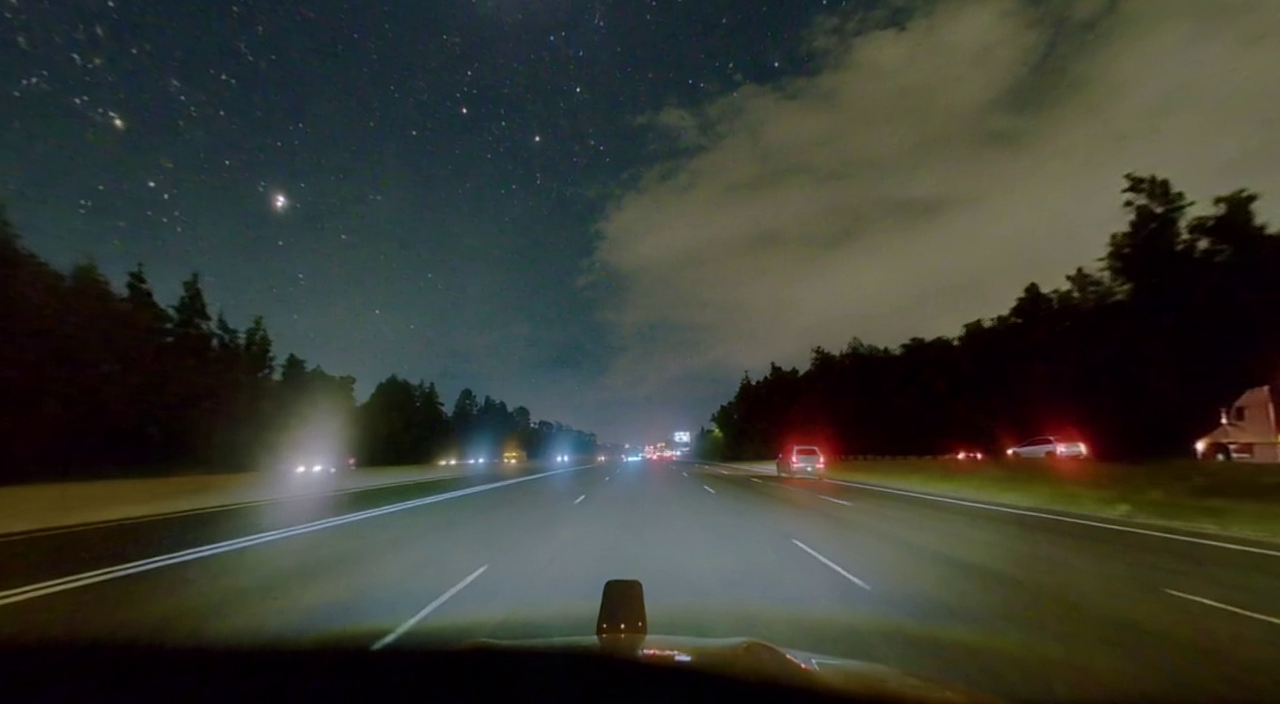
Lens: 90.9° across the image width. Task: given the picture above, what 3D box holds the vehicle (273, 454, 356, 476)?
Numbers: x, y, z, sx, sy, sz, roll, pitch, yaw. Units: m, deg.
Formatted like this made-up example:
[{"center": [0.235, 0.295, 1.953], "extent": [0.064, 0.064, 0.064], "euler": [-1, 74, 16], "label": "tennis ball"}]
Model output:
[{"center": [-16.298, 5.661, 31.782], "extent": [2.045, 0.984, 3.862], "euler": [0, -9, 2], "label": "vehicle"}]

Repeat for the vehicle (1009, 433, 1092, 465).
[{"center": [24.451, 5.804, 37.664], "extent": [2.038, 1.823, 3.744], "euler": [1, -9, -9], "label": "vehicle"}]
